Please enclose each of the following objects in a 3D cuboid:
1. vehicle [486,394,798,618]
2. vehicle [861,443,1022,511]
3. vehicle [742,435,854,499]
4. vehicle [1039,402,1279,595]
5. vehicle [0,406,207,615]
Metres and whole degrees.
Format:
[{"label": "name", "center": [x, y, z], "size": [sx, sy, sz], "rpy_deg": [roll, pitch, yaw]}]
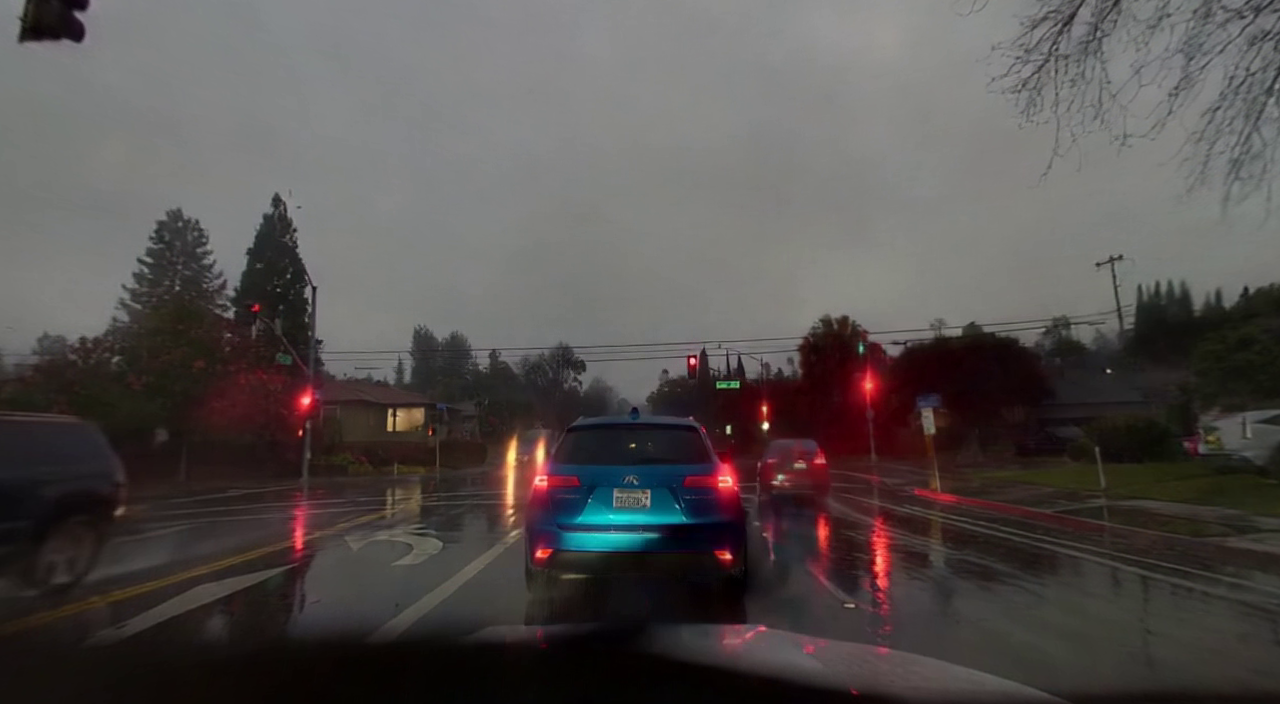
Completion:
[{"label": "vehicle", "center": [0.044, 1.477, 6.979], "size": [2.322, 1.667, 4.367], "rpy_deg": [0, -8, 1]}, {"label": "vehicle", "center": [7.275, 3.014, 15.821], "size": [1.860, 1.436, 4.479], "rpy_deg": [0, -8, 0]}, {"label": "vehicle", "center": [4.220, 3.145, 17.729], "size": [2.077, 1.527, 4.755], "rpy_deg": [0, -8, 2]}, {"label": "vehicle", "center": [7.016, 1.537, 7.045], "size": [1.989, 1.791, 4.735], "rpy_deg": [0, -8, 0]}, {"label": "vehicle", "center": [-6.635, 1.369, 5.382], "size": [2.059, 1.797, 4.824], "rpy_deg": [-1, -8, 6]}]
